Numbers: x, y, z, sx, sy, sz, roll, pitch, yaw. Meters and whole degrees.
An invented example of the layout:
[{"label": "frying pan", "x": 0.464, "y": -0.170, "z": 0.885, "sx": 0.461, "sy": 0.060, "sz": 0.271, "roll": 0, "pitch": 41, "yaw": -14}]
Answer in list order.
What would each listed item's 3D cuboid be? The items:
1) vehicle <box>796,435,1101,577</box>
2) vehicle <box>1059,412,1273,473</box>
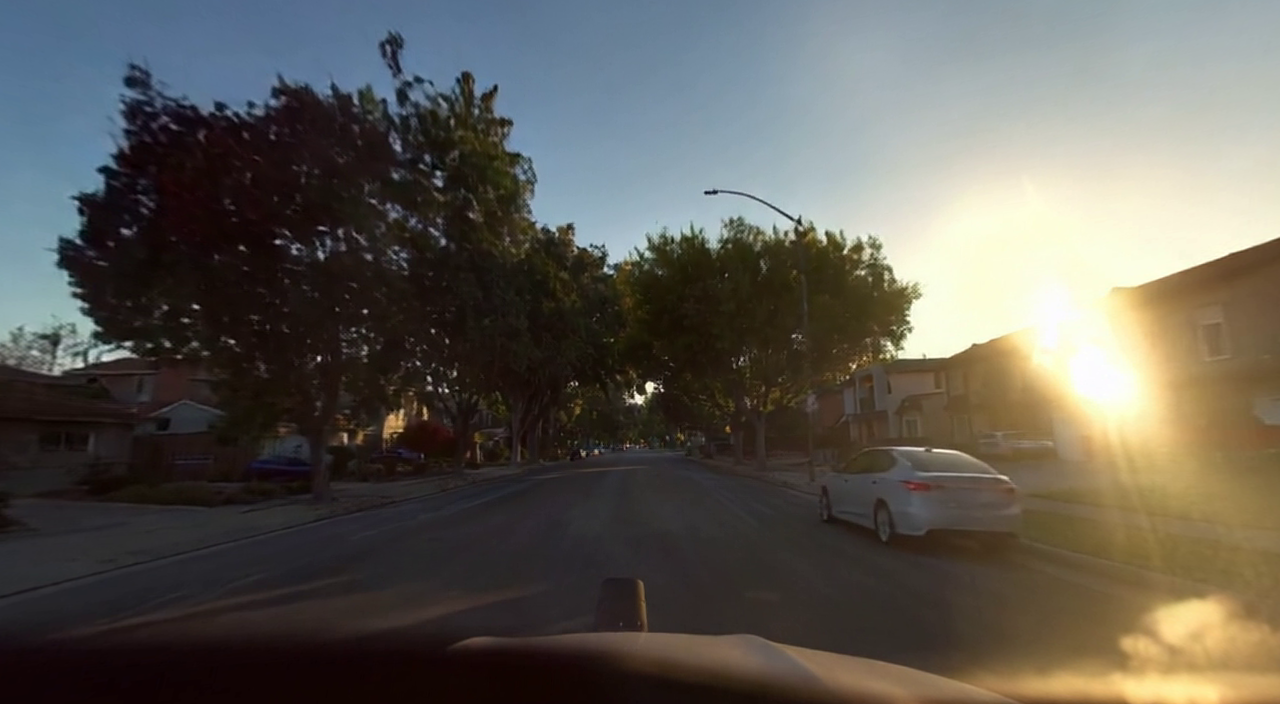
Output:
[{"label": "vehicle", "x": 3.815, "y": 1.948, "z": 8.904, "sx": 2.013, "sy": 1.473, "sz": 4.329, "roll": 0, "pitch": -8, "yaw": -1}, {"label": "vehicle", "x": 15.380, "y": 2.667, "z": 18.695, "sx": 4.505, "sy": 1.667, "sz": 2.018, "roll": 0, "pitch": -8, "yaw": -1}]
